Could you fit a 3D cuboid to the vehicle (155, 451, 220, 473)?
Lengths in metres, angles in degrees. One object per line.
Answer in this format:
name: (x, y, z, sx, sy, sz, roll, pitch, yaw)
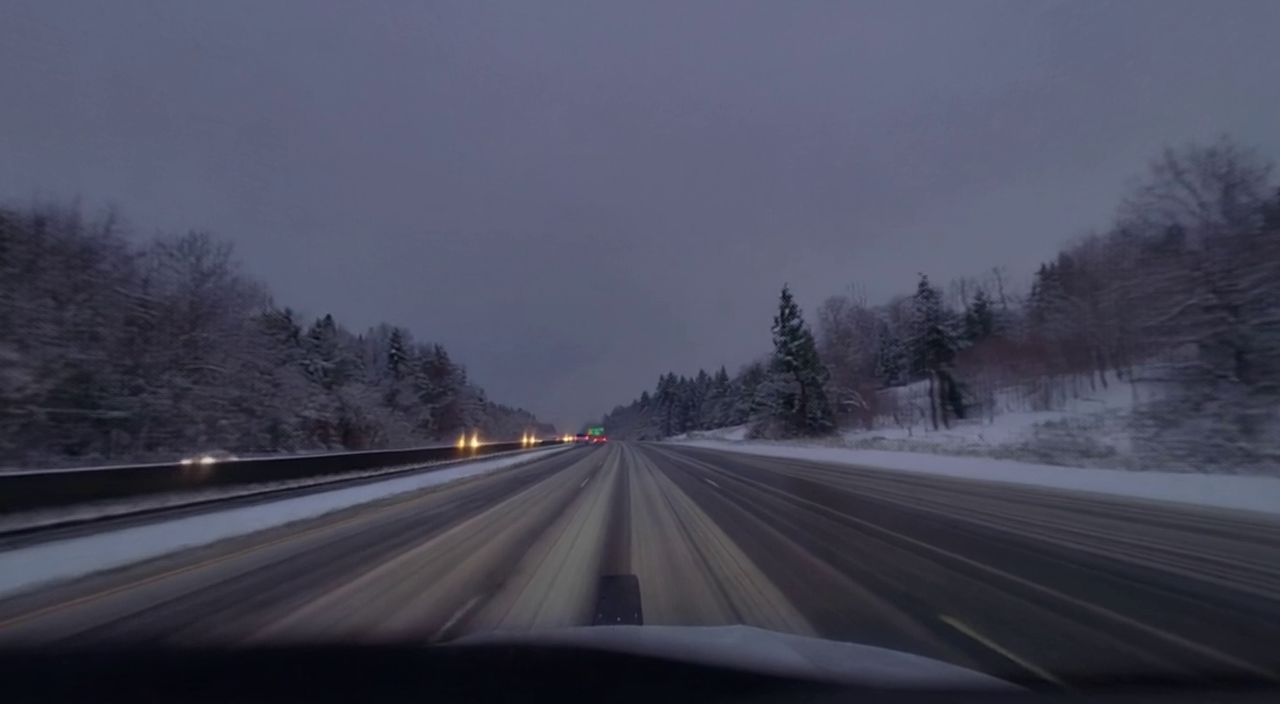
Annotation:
vehicle: (-34.362, 8.356, 47.870, 1.718, 1.467, 4.192, -1, -8, 3)
